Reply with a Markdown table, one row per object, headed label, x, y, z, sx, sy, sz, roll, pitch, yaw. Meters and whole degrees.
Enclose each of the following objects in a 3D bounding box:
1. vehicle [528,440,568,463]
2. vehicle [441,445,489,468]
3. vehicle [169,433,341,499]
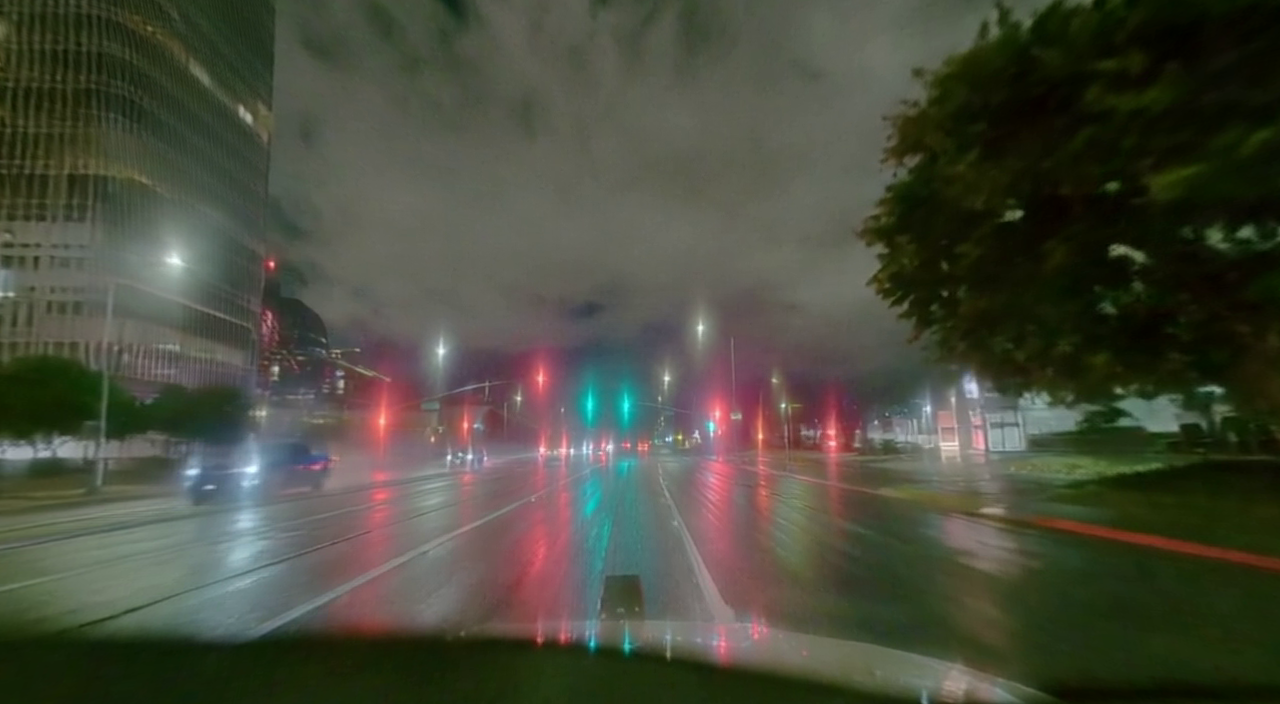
| label | x | y | z | sx | sy | sz | roll | pitch | yaw |
| --- | --- | --- | --- | --- | --- | --- | --- | --- | --- |
| vehicle | -7.200 | 7.832 | 49.806 | 2.262 | 1.708 | 4.466 | -1 | -9 | 2 |
| vehicle | -11.936 | 7.148 | 43.438 | 1.987 | 1.445 | 4.482 | 0 | -9 | 1 |
| vehicle | -11.976 | 3.575 | 20.252 | 2.184 | 1.812 | 5.245 | 0 | -9 | 0 |
